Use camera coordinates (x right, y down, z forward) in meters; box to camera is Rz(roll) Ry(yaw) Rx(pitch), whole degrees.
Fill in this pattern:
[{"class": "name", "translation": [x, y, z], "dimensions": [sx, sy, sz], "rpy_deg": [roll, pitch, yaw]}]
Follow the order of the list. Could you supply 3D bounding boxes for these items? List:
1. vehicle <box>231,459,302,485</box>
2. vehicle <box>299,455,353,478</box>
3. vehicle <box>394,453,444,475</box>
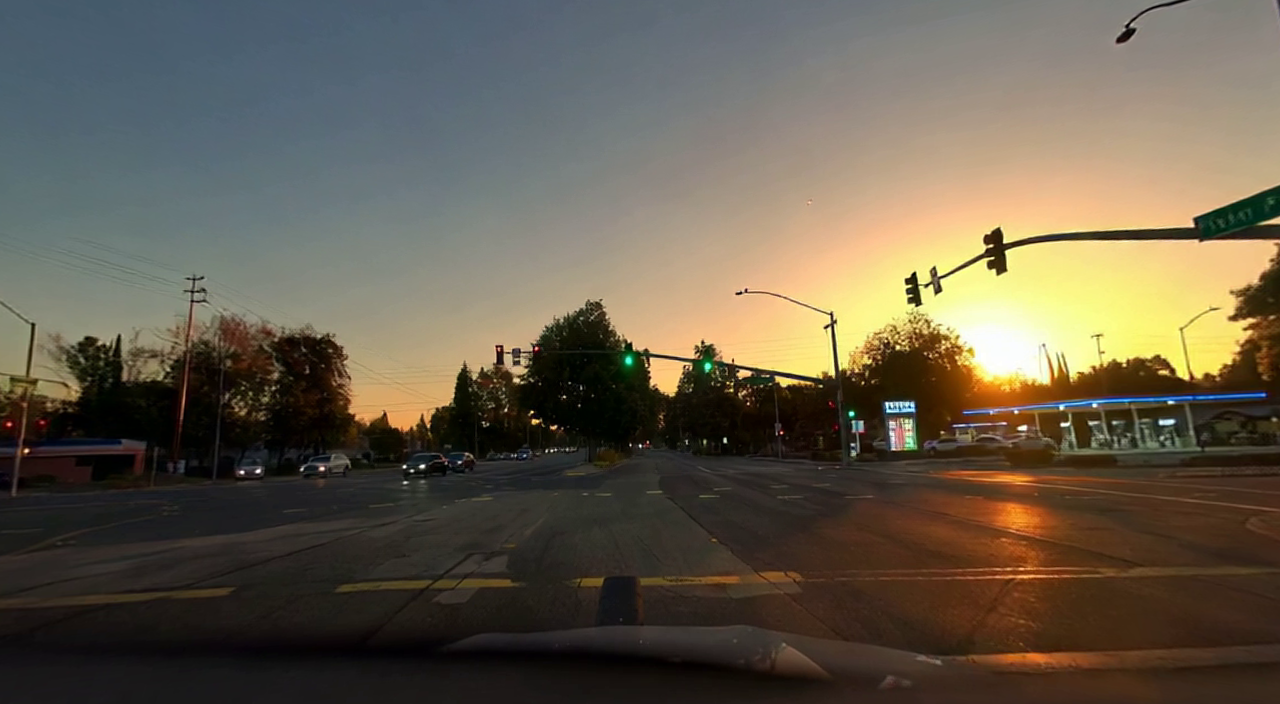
[{"class": "vehicle", "translation": [-24.704, 7.908, 41.962], "dimensions": [1.895, 1.483, 4.790], "rpy_deg": [0, -9, -2]}, {"class": "vehicle", "translation": [-24.759, 9.032, 49.954], "dimensions": [2.098, 1.684, 4.388], "rpy_deg": [0, -9, -1]}, {"class": "vehicle", "translation": [-15.323, 7.752, 43.999], "dimensions": [1.920, 1.434, 4.328], "rpy_deg": [0, -9, 0]}]
